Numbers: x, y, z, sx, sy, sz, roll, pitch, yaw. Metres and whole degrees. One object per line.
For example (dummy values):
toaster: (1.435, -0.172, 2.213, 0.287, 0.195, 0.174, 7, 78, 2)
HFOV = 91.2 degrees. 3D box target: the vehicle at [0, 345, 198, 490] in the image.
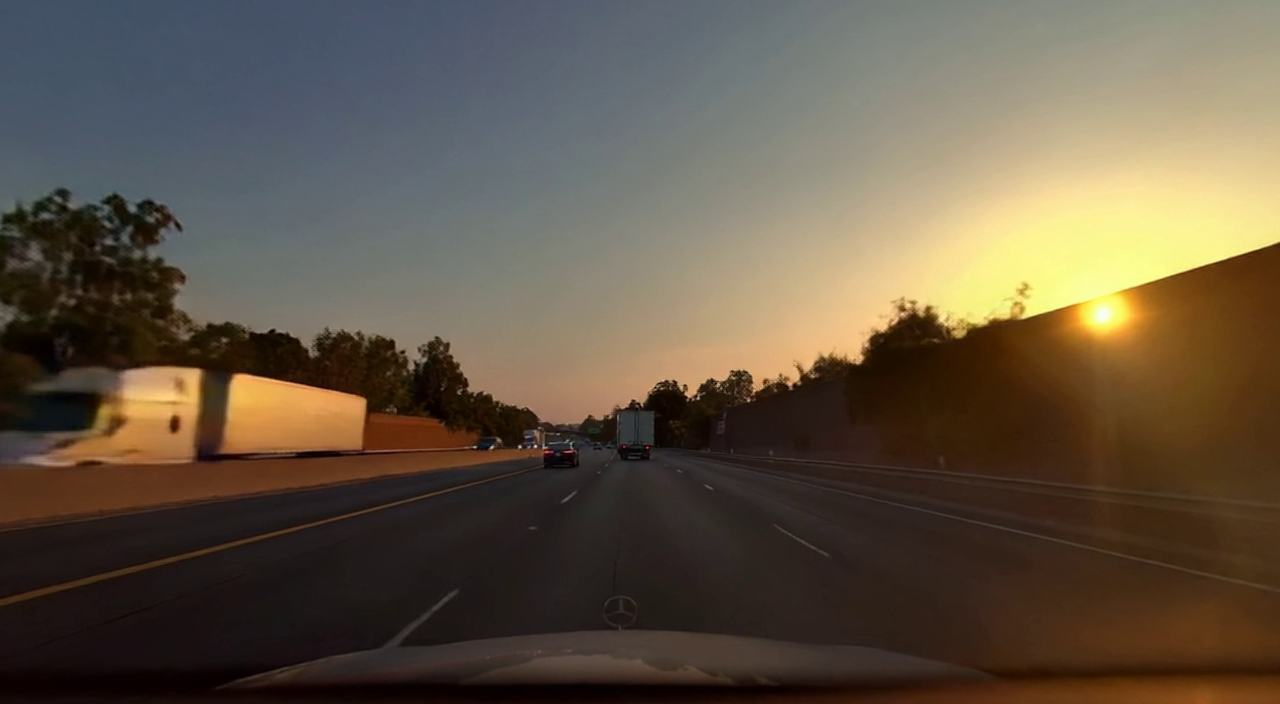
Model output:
vehicle: (-17.143, 2.155, 20.067, 3.116, 4.225, 3.440, 0, -9, -1)

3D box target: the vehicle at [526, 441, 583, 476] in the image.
vehicle: (-3.939, 5.023, 29.687, 2.057, 1.519, 4.372, 0, -9, 0)

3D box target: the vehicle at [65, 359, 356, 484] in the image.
vehicle: (-17.269, 3.342, 27.625, 3.275, 4.097, 13.776, 0, -9, -1)
